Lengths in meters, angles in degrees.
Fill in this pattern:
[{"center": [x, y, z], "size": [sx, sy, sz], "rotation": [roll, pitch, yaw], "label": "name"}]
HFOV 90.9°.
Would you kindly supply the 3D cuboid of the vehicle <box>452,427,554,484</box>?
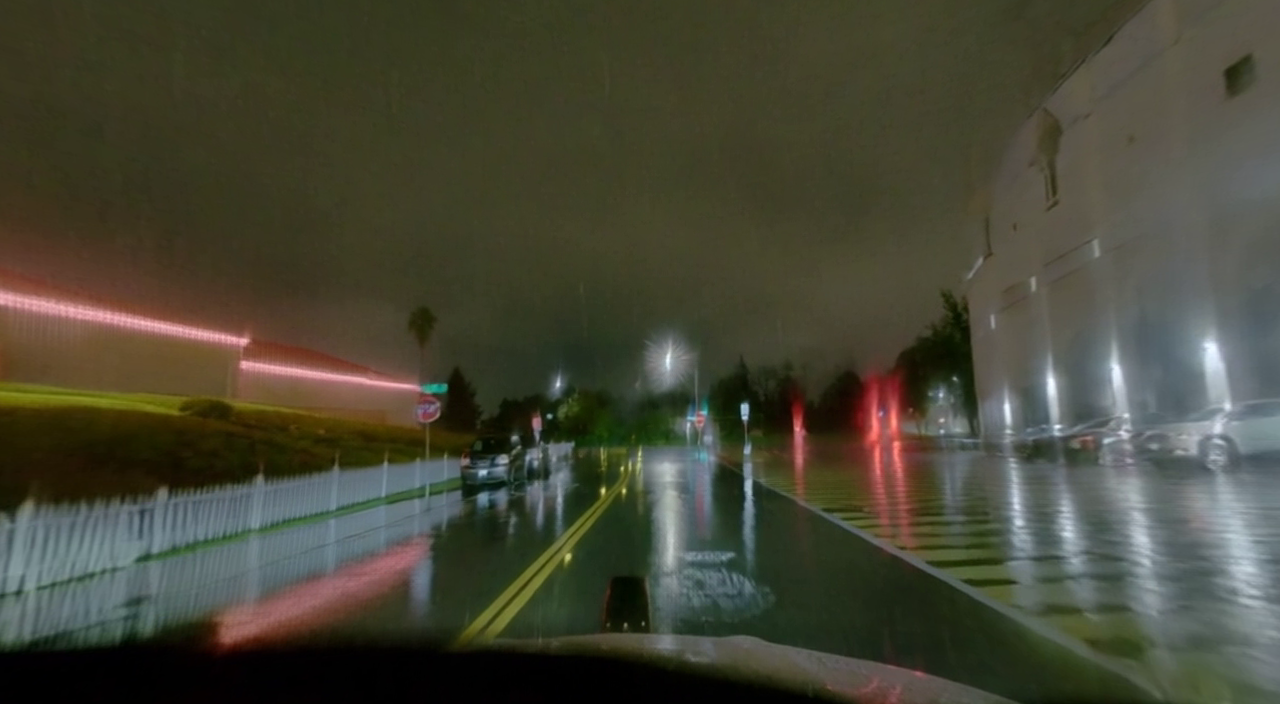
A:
[{"center": [-5.113, 3.944, 24.664], "size": [2.308, 1.899, 6.107], "rotation": [-1, -7, 3], "label": "vehicle"}]
